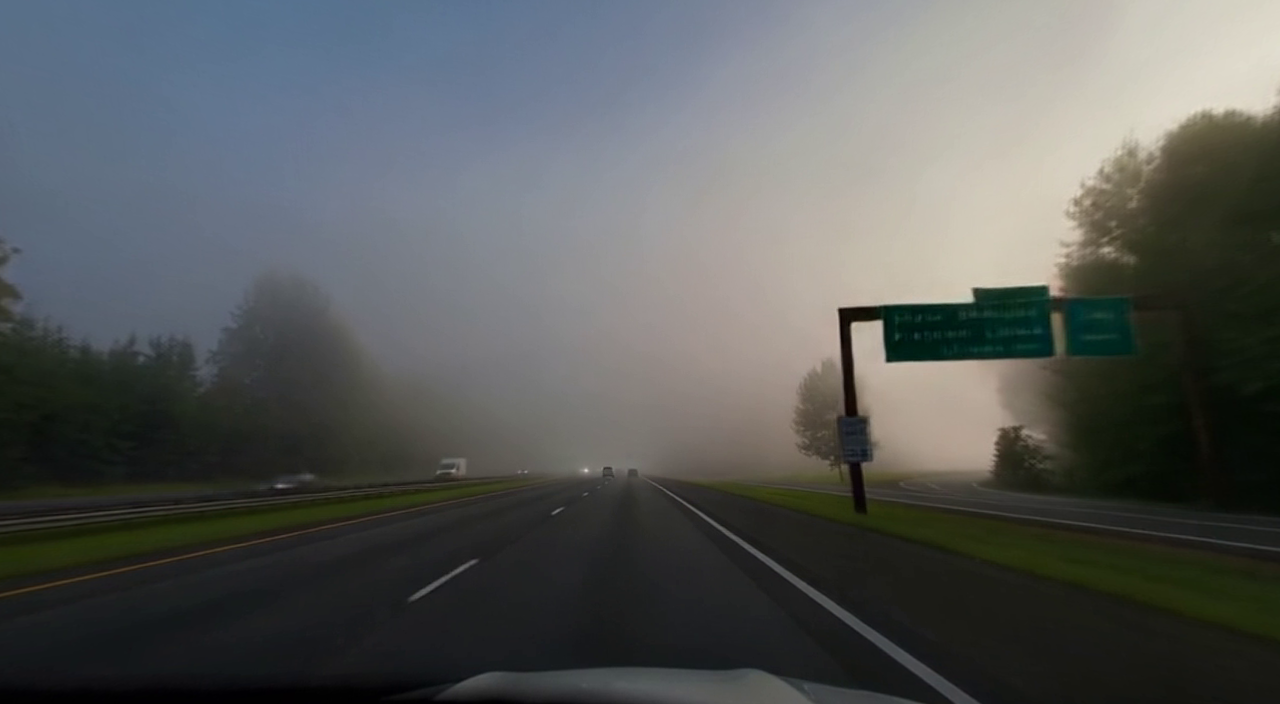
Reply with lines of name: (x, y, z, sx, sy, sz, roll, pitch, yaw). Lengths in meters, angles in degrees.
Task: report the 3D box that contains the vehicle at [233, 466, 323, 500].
vehicle: (-16.749, 6.073, 29.370, 1.856, 1.437, 3.849, 1, -10, 0)
